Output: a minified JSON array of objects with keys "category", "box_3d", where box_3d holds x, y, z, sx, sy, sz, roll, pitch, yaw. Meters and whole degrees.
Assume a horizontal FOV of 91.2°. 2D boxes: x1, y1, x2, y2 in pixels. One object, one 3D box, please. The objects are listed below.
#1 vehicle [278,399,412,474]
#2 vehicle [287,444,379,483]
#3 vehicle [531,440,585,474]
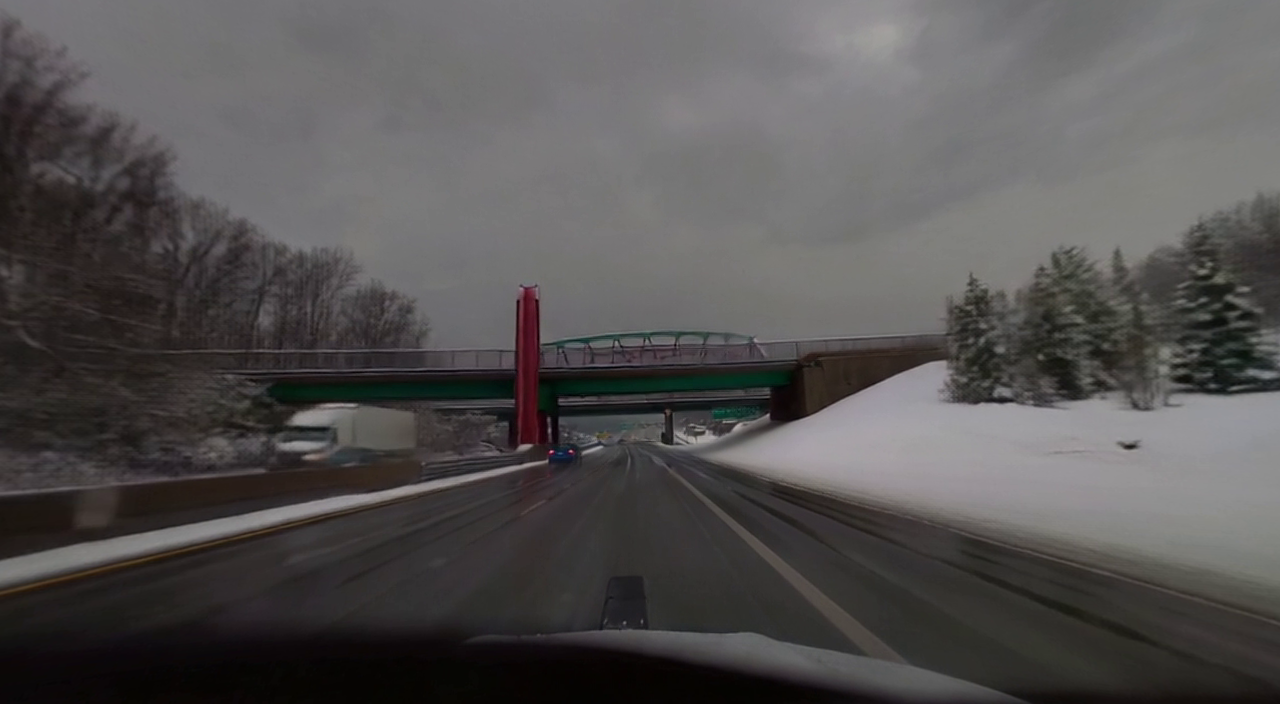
[{"category":"vehicle","box_3d":[-16.728,5.023,36.747,2.995,3.794,9.786,0,-9,0]},{"category":"vehicle","box_3d":[-13.303,4.816,27.483,1.872,1.535,4.138,0,-9,1]},{"category":"vehicle","box_3d":[-3.951,5.162,31.136,2.052,1.556,4.405,0,-8,0]}]
